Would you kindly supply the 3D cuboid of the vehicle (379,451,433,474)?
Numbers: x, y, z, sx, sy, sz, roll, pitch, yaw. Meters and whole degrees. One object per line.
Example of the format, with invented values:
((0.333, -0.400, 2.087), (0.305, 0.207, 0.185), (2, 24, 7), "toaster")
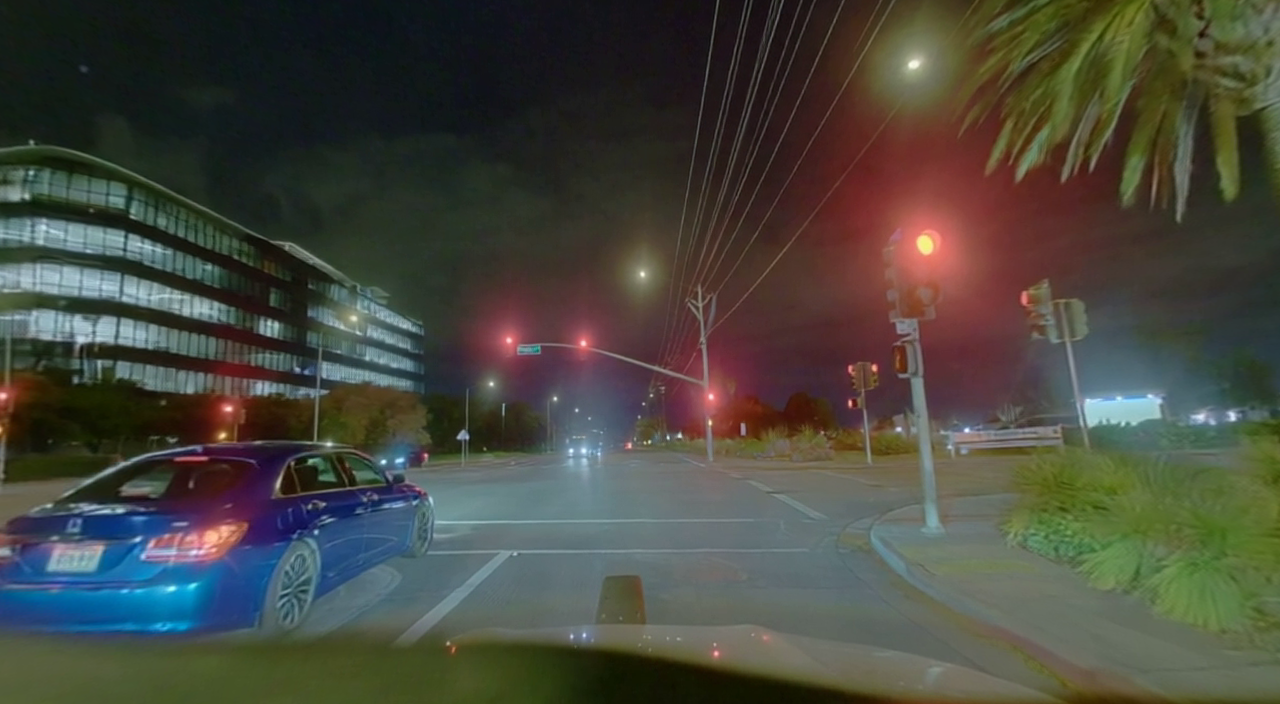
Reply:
((-15.197, 7.146, 41.048), (1.875, 1.389, 3.784), (0, -9, 3), "vehicle")

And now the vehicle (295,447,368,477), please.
((-19.047, 6.799, 39.124), (2.017, 1.739, 4.569), (0, -9, 2), "vehicle")
